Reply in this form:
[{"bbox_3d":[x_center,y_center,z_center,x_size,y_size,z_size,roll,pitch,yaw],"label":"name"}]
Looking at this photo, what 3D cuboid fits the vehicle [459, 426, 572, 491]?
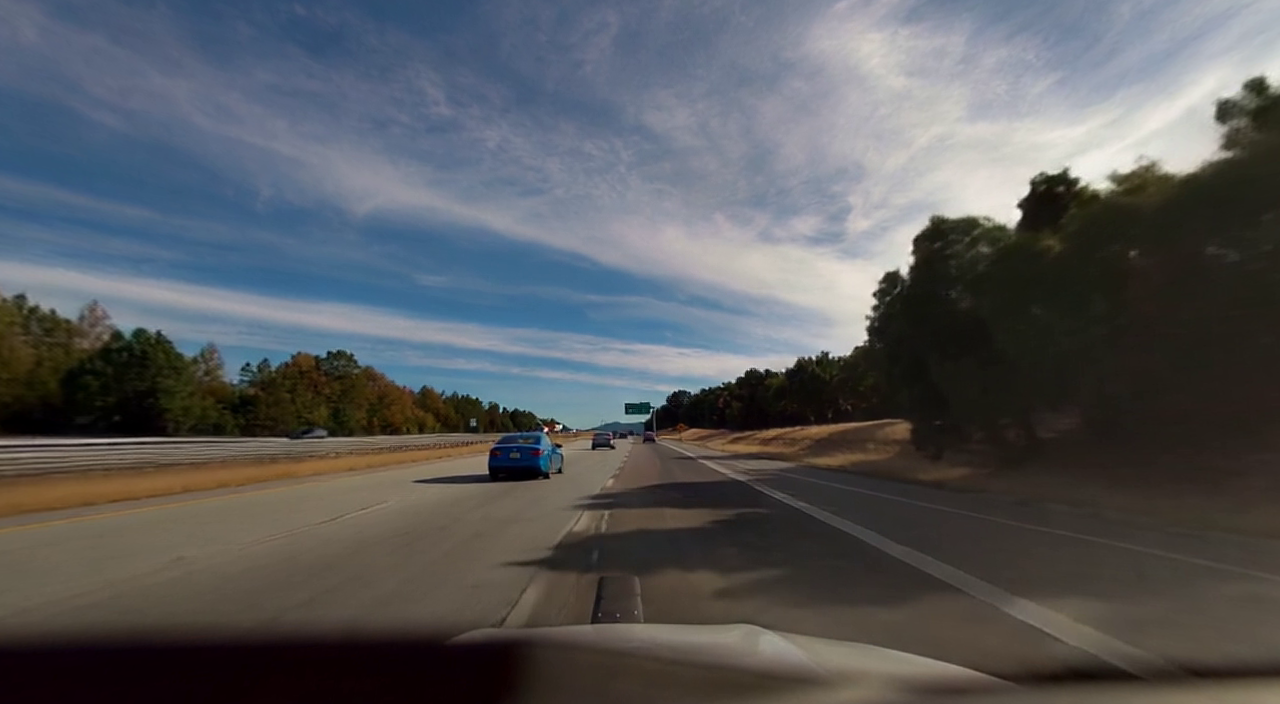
[{"bbox_3d":[-3.016,2.658,16.238,1.977,1.443,4.225,0,-8,1],"label":"vehicle"}]
